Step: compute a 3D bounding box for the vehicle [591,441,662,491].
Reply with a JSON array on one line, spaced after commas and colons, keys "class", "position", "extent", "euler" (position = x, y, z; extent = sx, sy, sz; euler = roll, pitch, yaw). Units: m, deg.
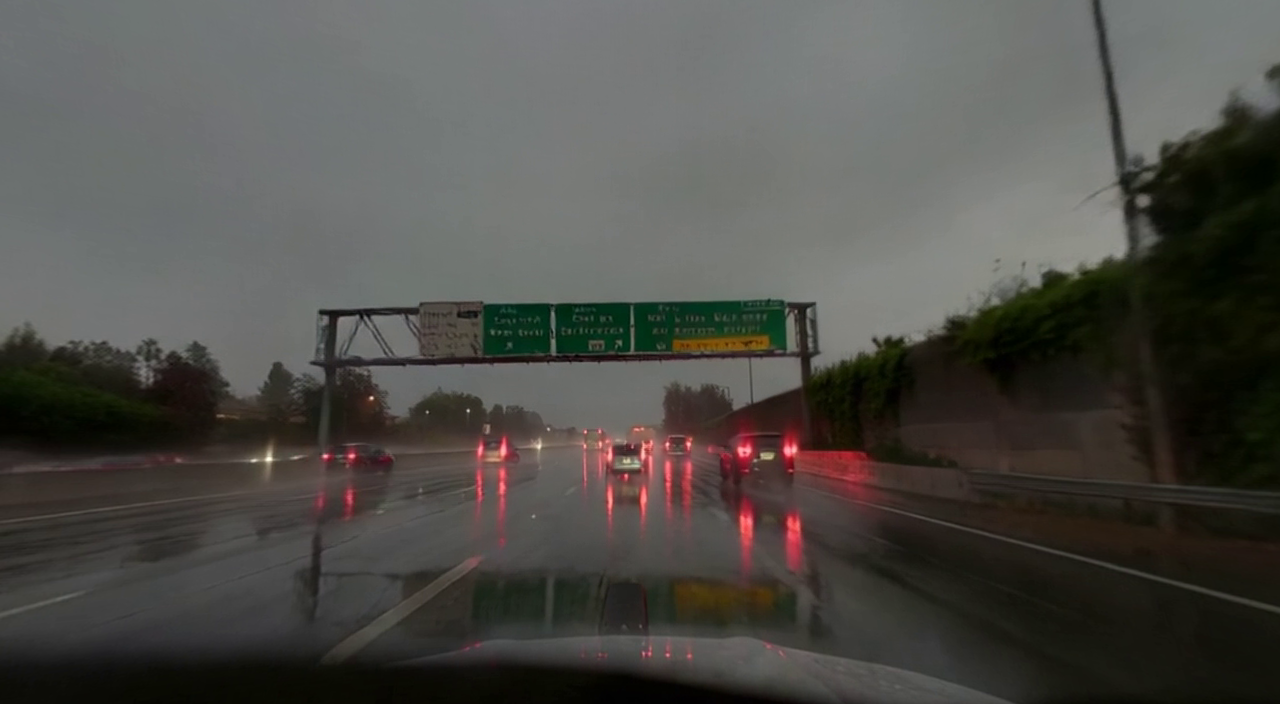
[{"class": "vehicle", "position": [-0.389, 3.638, 20.527], "extent": [2.042, 1.446, 4.269], "euler": [0, -9, 0]}]

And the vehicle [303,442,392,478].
[{"class": "vehicle", "position": [-14.449, 5.349, 31.559], "extent": [2.055, 1.628, 4.898], "euler": [0, -9, 1]}]

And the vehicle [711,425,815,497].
[{"class": "vehicle", "position": [3.314, 3.050, 17.973], "extent": [2.001, 1.771, 4.250], "euler": [0, -9, -1]}]

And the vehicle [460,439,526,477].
[{"class": "vehicle", "position": [-6.834, 4.974, 29.837], "extent": [2.060, 1.669, 4.242], "euler": [0, -9, 0]}]

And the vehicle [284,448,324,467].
[{"class": "vehicle", "position": [-26.440, 8.308, 49.733], "extent": [1.453, 1.354, 3.260], "euler": [-3, -9, -1]}]
